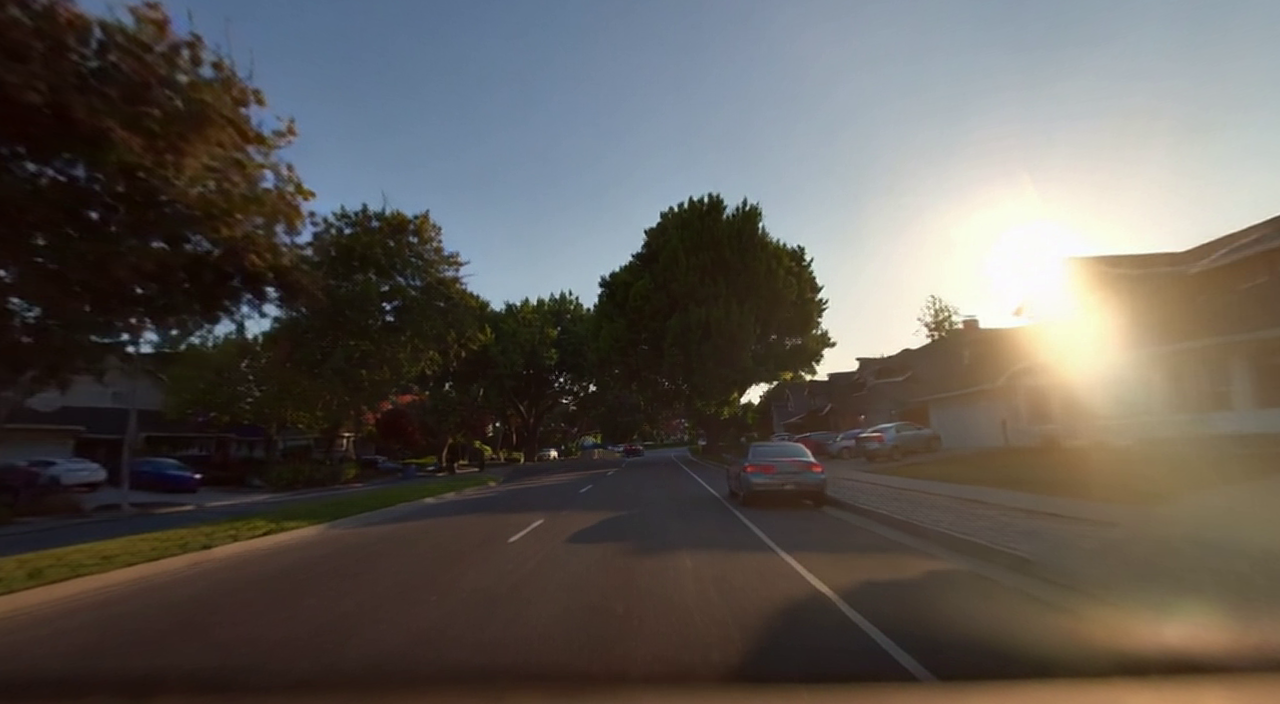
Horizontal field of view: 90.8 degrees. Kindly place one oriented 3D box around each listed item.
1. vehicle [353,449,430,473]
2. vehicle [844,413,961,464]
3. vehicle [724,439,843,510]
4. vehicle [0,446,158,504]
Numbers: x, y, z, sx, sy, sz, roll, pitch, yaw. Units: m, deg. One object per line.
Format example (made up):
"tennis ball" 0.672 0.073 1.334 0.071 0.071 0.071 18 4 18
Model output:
"vehicle" -19.366 8.489 49.347 5.044 1.782 2.152 -1 -8 3
"vehicle" 11.219 3.678 26.927 4.591 1.867 2.057 2 -10 -31
"vehicle" 3.297 2.889 15.445 2.016 1.477 4.207 0 -8 2
"vehicle" -21.265 4.482 23.285 4.912 1.936 2.355 2 -9 -2
